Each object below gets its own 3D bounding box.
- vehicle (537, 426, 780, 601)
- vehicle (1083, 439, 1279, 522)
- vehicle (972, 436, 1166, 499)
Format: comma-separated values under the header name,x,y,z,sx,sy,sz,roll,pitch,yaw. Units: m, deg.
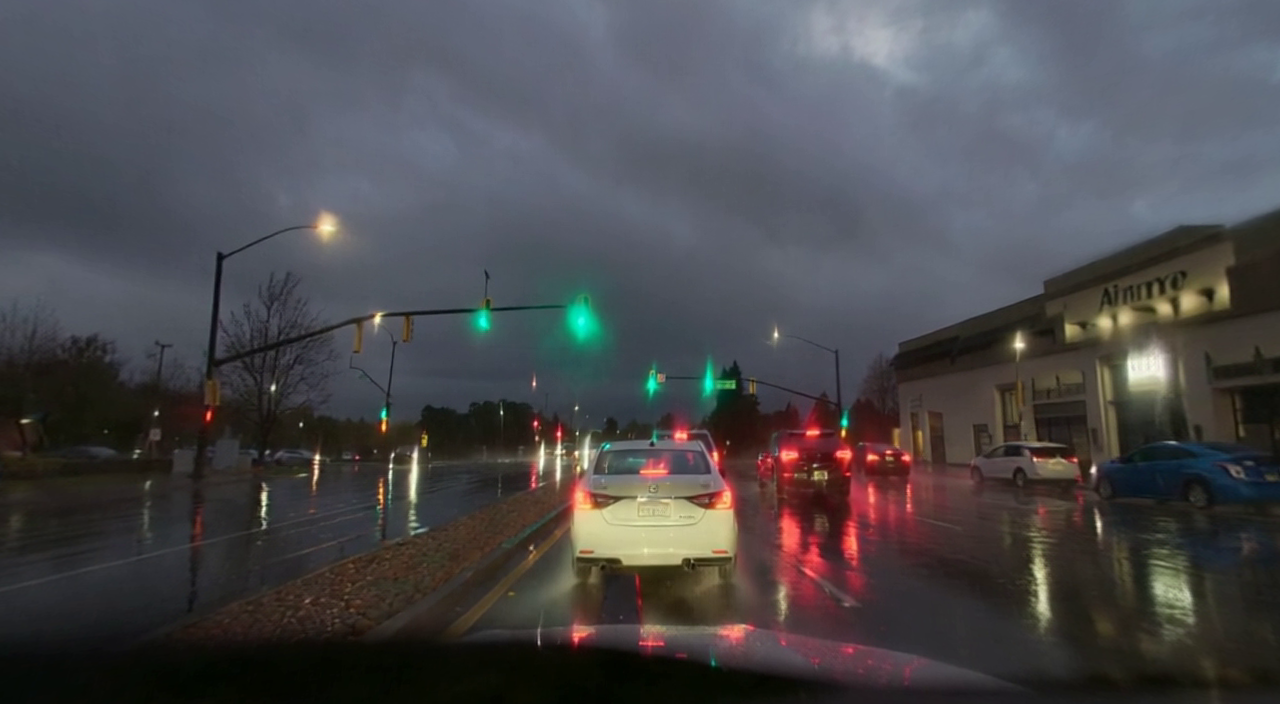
name,x,y,z,sx,sy,sz,roll,pitch,yaw
vehicle,0.131,1.706,7.580,2.067,1.471,4.241,0,-9,-1
vehicle,14.174,3.107,15.953,2.235,1.721,5.230,0,-9,1
vehicle,14.065,3.815,21.368,2.309,1.819,5.793,1,-9,-3
